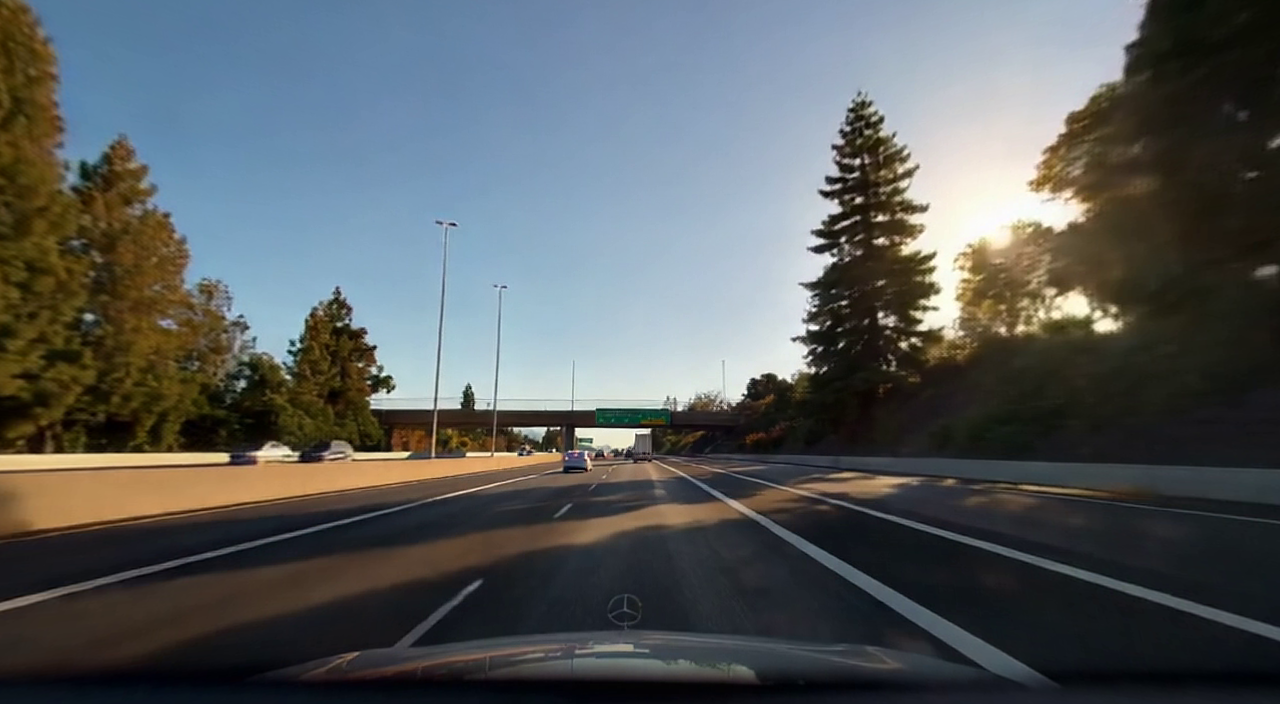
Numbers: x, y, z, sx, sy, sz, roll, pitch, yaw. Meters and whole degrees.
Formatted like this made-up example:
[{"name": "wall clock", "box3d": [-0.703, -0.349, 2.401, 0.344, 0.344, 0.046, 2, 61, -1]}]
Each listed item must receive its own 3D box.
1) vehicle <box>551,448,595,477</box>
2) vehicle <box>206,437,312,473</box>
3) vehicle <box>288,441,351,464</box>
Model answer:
[{"name": "vehicle", "box3d": [-3.754, 6.279, 36.037, 2.070, 1.564, 4.145, 0, -9, 0]}, {"name": "vehicle", "box3d": [-24.296, 6.617, 40.659, 2.415, 2.092, 6.732, 0, -9, 2]}, {"name": "vehicle", "box3d": [-24.244, 7.681, 47.929, 1.992, 1.635, 5.180, 0, -9, 1]}]
